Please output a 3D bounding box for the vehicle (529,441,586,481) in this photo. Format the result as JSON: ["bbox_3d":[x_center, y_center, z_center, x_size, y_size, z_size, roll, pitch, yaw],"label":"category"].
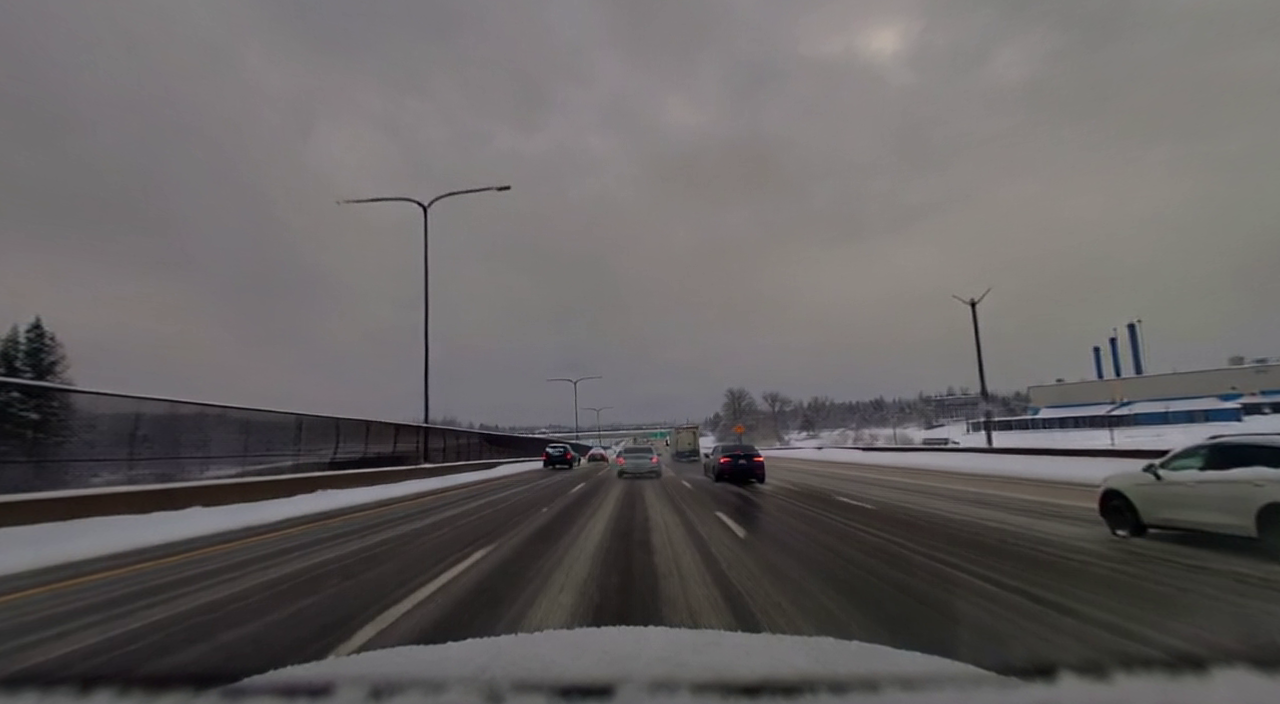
[{"bbox_3d":[-3.690,4.914,28.890,2.036,1.669,4.112,0,-8,1],"label":"vehicle"}]

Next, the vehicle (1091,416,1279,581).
[{"bbox_3d":[6.896,1.419,6.279,1.860,1.520,3.961,0,-8,0],"label":"vehicle"}]

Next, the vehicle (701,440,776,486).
[{"bbox_3d":[3.402,3.931,22.679,1.942,1.453,4.329,0,-8,-1],"label":"vehicle"}]

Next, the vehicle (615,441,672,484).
[{"bbox_3d":[0.129,4.362,25.307,2.067,1.555,4.851,0,-8,0],"label":"vehicle"}]
